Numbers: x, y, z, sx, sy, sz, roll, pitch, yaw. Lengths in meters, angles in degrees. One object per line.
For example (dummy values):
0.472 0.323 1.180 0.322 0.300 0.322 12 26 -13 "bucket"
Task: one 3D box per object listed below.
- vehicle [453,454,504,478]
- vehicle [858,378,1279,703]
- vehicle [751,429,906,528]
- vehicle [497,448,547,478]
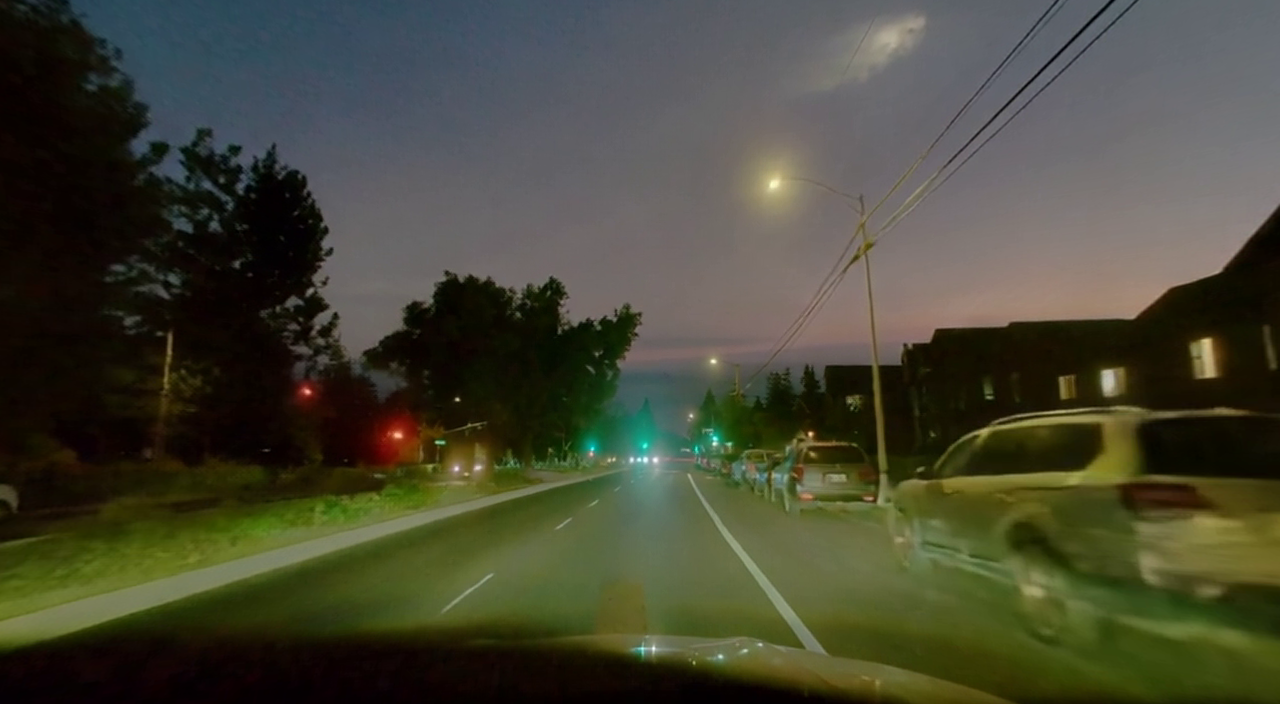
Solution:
-11.220 7.937 44.142 1.999 1.467 4.618 -1 -8 5 "vehicle"
3.892 1.356 5.626 2.170 1.762 4.902 -1 -8 1 "vehicle"
3.964 2.735 14.402 2.166 1.798 5.256 -1 -8 3 "vehicle"
-7.478 7.075 40.412 2.331 1.696 4.861 0 -8 -1 "vehicle"
